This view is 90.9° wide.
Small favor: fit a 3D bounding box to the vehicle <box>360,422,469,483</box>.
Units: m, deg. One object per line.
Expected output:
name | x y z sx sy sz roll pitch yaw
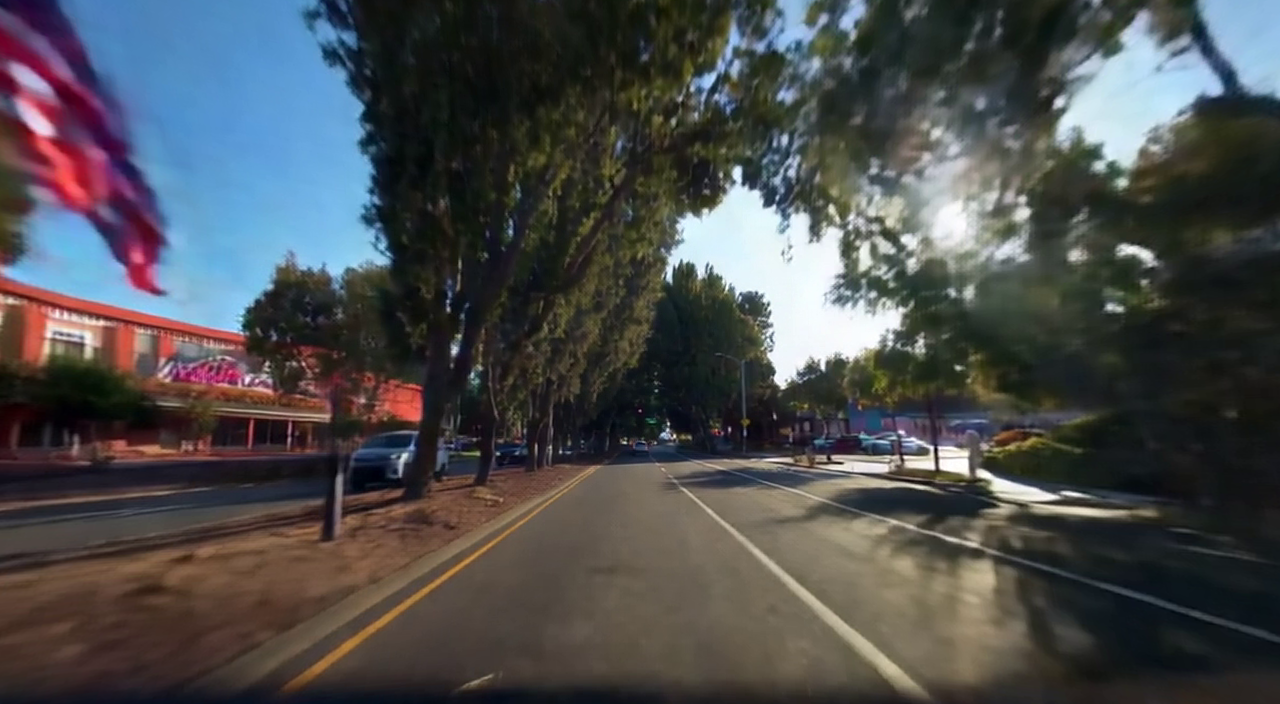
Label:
vehicle | -8.213 3.726 23.569 2.171 1.975 5.168 0 -8 0
